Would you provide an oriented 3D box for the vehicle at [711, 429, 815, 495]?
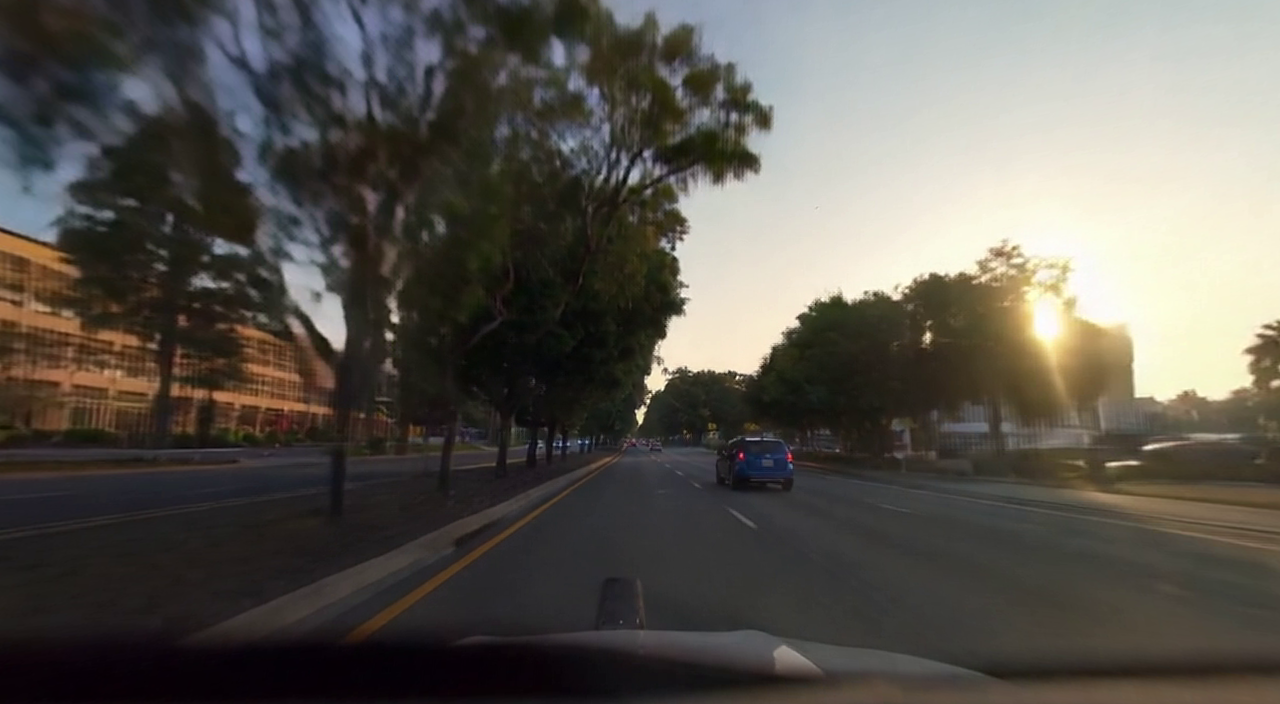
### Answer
[{"bbox_3d":[3.431,3.162,18.527,2.072,1.696,4.177,0,-9,-2],"label":"vehicle"}]
